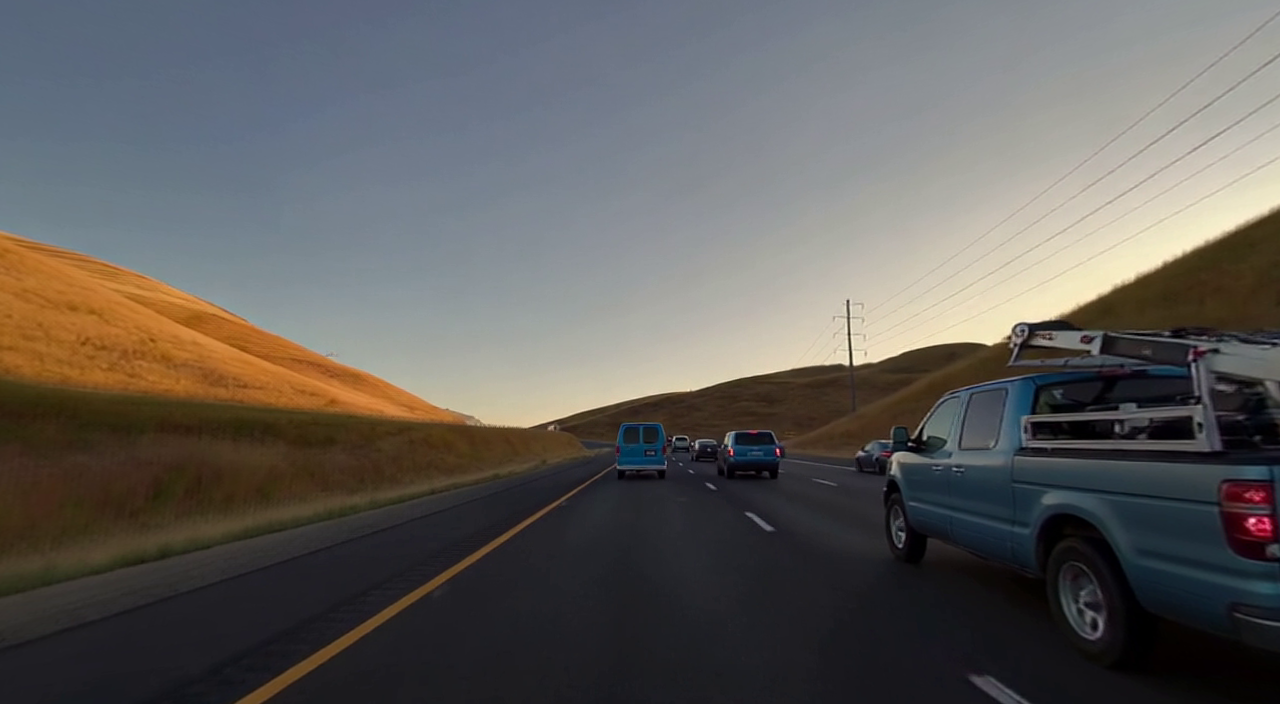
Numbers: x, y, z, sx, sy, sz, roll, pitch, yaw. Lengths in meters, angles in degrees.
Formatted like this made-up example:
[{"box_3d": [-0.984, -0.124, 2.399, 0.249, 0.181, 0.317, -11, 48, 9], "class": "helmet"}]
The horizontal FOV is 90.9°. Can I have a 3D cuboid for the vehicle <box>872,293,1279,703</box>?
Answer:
[{"box_3d": [3.914, 0.943, 4.029, 2.691, 1.901, 5.744, 0, -8, 0], "class": "vehicle"}]

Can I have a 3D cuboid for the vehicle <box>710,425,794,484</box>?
[{"box_3d": [3.764, 3.538, 22.039, 2.139, 1.821, 4.480, 0, -8, 0], "class": "vehicle"}]

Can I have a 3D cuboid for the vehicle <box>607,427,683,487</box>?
[{"box_3d": [0.167, 3.499, 21.300, 2.268, 1.772, 4.523, 0, -8, 1], "class": "vehicle"}]
